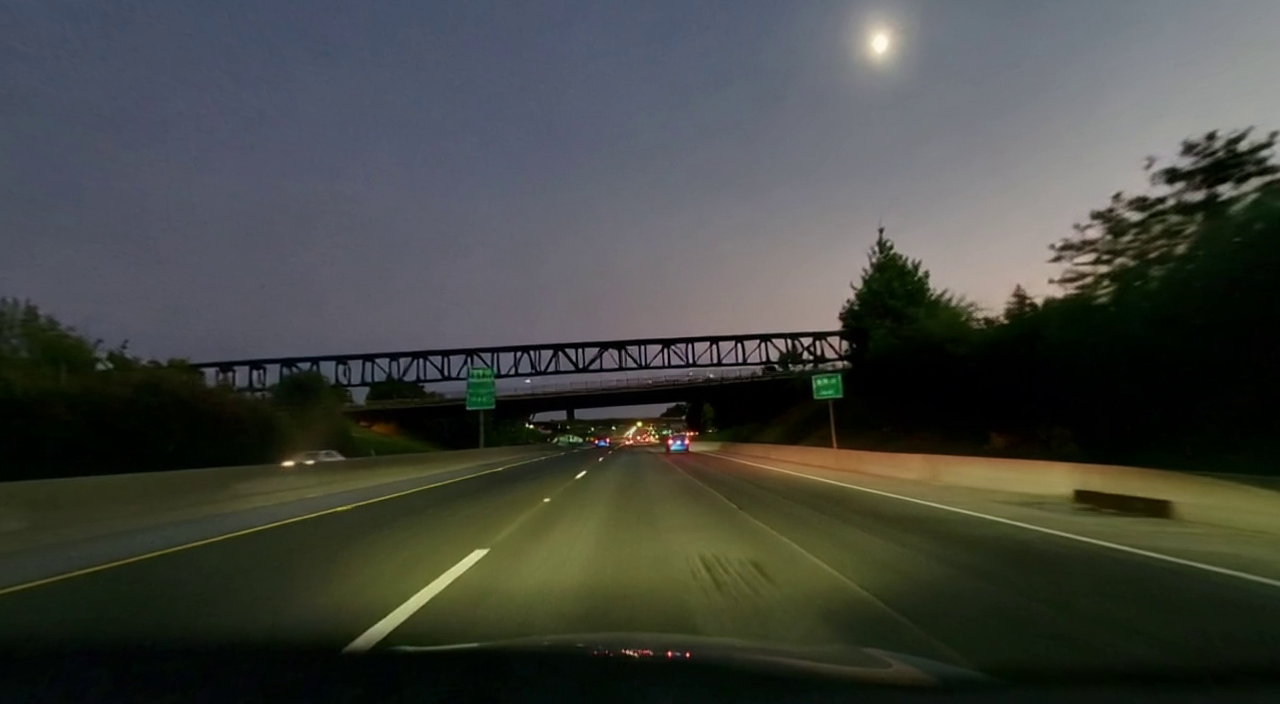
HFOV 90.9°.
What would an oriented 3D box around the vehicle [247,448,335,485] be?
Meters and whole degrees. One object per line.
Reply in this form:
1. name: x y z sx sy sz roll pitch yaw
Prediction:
1. vehicle: -16.511 5.395 30.025 1.855 1.560 4.141 0 -8 -1
